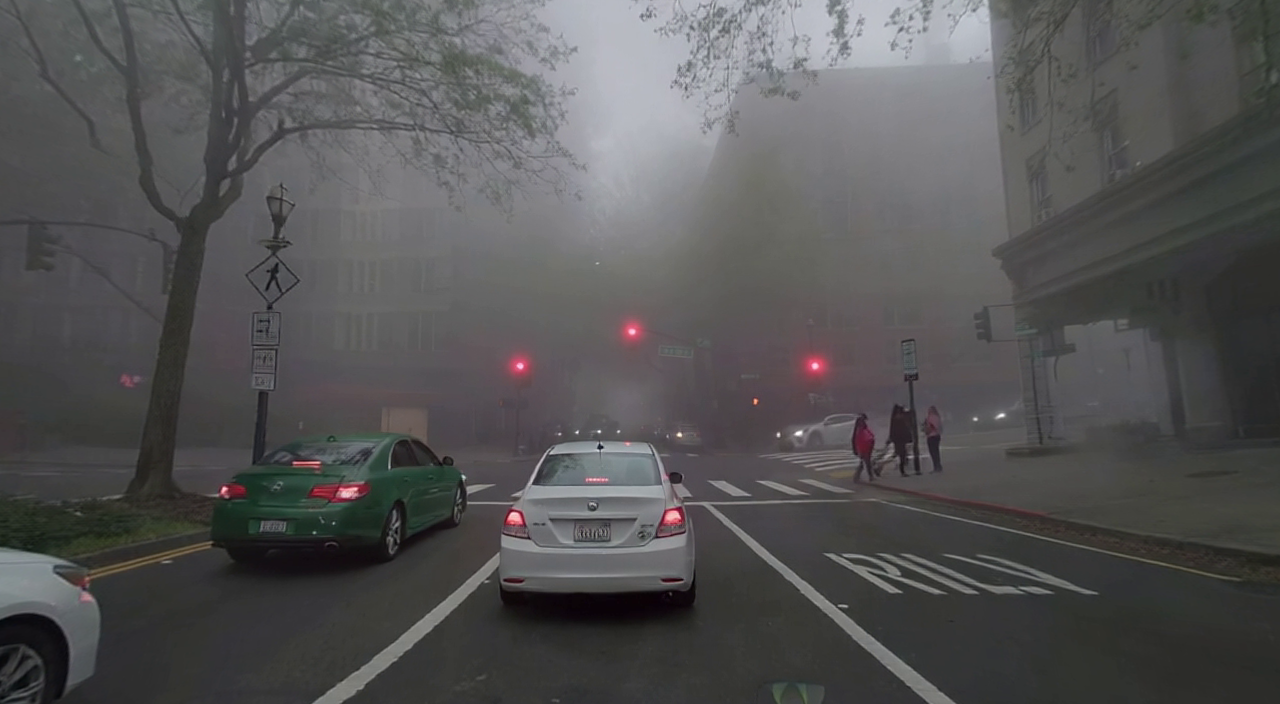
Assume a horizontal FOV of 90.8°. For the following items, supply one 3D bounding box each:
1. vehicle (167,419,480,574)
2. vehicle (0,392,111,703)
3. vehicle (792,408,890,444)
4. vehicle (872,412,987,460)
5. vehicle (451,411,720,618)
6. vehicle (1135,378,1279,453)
[{"bbox_3d":[-3.696,1.756,8.472,1.934,1.522,4.287,0,-8,0],"label":"vehicle"},{"bbox_3d":[-3.920,0.705,1.186,1.995,1.524,4.438,0,-8,0],"label":"vehicle"},{"bbox_3d":[10.465,3.923,32.947,4.657,1.769,1.979,4,-9,-24],"label":"vehicle"},{"bbox_3d":[10.992,3.199,23.900,4.392,1.667,1.958,6,-10,-35],"label":"vehicle"},{"bbox_3d":[-0.423,1.501,6.729,1.999,1.520,3.896,0,-8,-1],"label":"vehicle"},{"bbox_3d":[21.622,2.356,22.887,5.863,2.493,2.354,2,-9,-12],"label":"vehicle"}]
